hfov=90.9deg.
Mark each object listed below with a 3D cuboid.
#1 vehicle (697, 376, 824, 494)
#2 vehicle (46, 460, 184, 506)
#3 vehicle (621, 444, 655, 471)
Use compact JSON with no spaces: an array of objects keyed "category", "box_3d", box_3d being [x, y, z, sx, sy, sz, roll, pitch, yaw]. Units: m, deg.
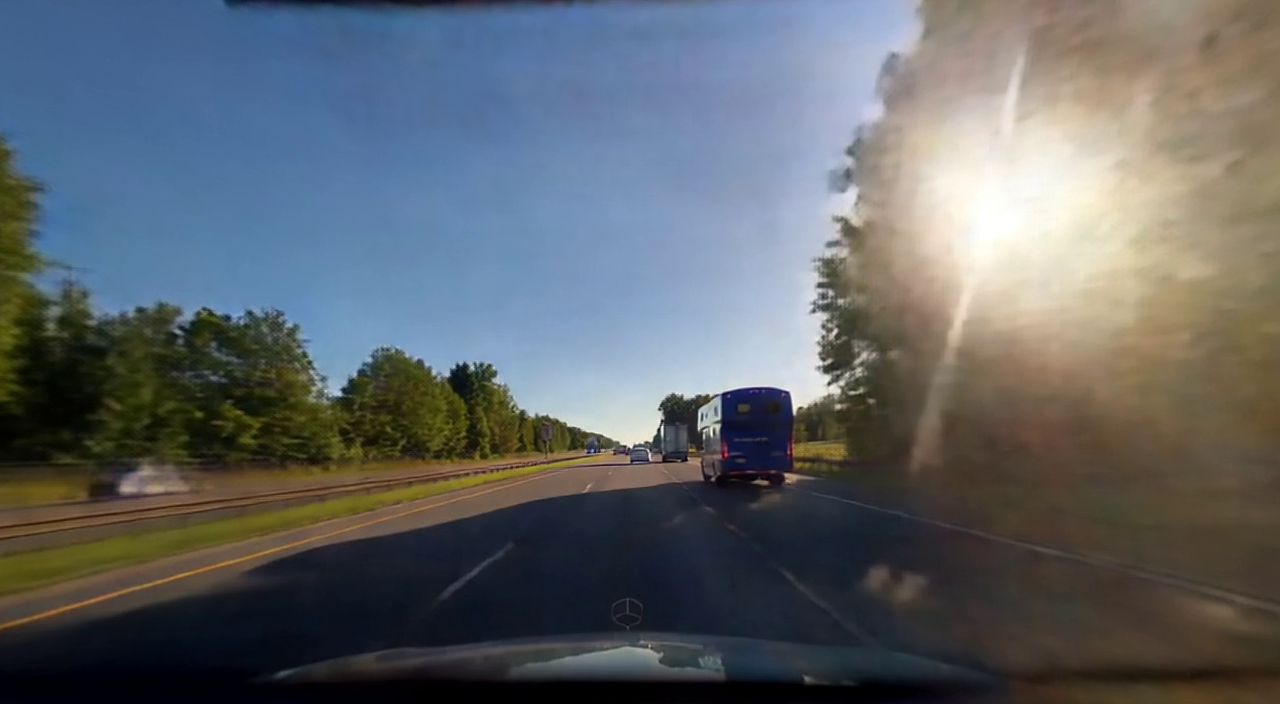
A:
[{"category":"vehicle","box_3d":[4.018,3.168,23.454,2.931,3.530,8.760,0,-9,0]},{"category":"vehicle","box_3d":[-19.260,4.790,23.379,1.732,1.489,3.852,0,-9,1]},{"category":"vehicle","box_3d":[-0.092,7.027,42.186,2.151,1.678,3.923,0,-9,1]}]
